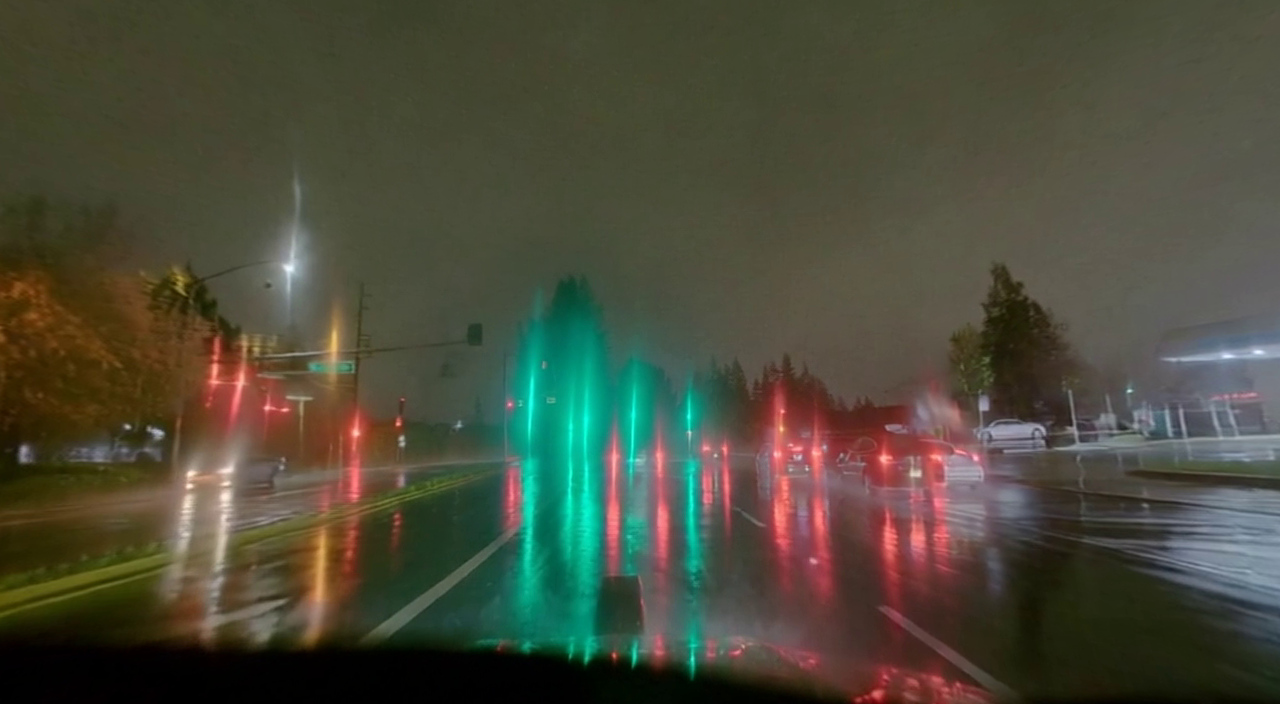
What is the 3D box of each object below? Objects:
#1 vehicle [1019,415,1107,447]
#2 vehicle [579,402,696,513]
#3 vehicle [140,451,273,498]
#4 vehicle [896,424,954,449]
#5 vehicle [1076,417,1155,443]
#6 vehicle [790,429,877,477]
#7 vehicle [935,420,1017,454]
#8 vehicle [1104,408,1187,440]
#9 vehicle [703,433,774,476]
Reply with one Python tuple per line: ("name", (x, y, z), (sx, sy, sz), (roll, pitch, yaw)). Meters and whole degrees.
("vehicle", (25.251, 4.783, 37.933), (2.107, 1.806, 4.410), (0, -8, -2))
("vehicle", (-0.076, 2.203, 13.524), (2.038, 1.917, 4.900), (0, -8, -1))
("vehicle", (-16.685, 4.703, 24.703), (1.942, 1.479, 4.765), (-4, -8, -1))
("vehicle", (19.733, 5.881, 43.941), (1.925, 1.629, 4.331), (0, -8, -1))
("vehicle", (27.792, 4.608, 37.064), (1.709, 1.423, 3.660), (0, -8, 0))
("vehicle", (6.981, 3.681, 23.254), (1.793, 1.585, 4.130), (0, -8, -2))
("vehicle", (19.899, 5.066, 37.719), (1.929, 1.763, 5.190), (-3, -8, -1))
("vehicle", (30.567, 4.440, 38.375), (1.769, 1.782, 4.068), (-1, -8, 3))
("vehicle", (3.666, 3.901, 24.297), (1.940, 1.474, 4.234), (0, -8, -2))
